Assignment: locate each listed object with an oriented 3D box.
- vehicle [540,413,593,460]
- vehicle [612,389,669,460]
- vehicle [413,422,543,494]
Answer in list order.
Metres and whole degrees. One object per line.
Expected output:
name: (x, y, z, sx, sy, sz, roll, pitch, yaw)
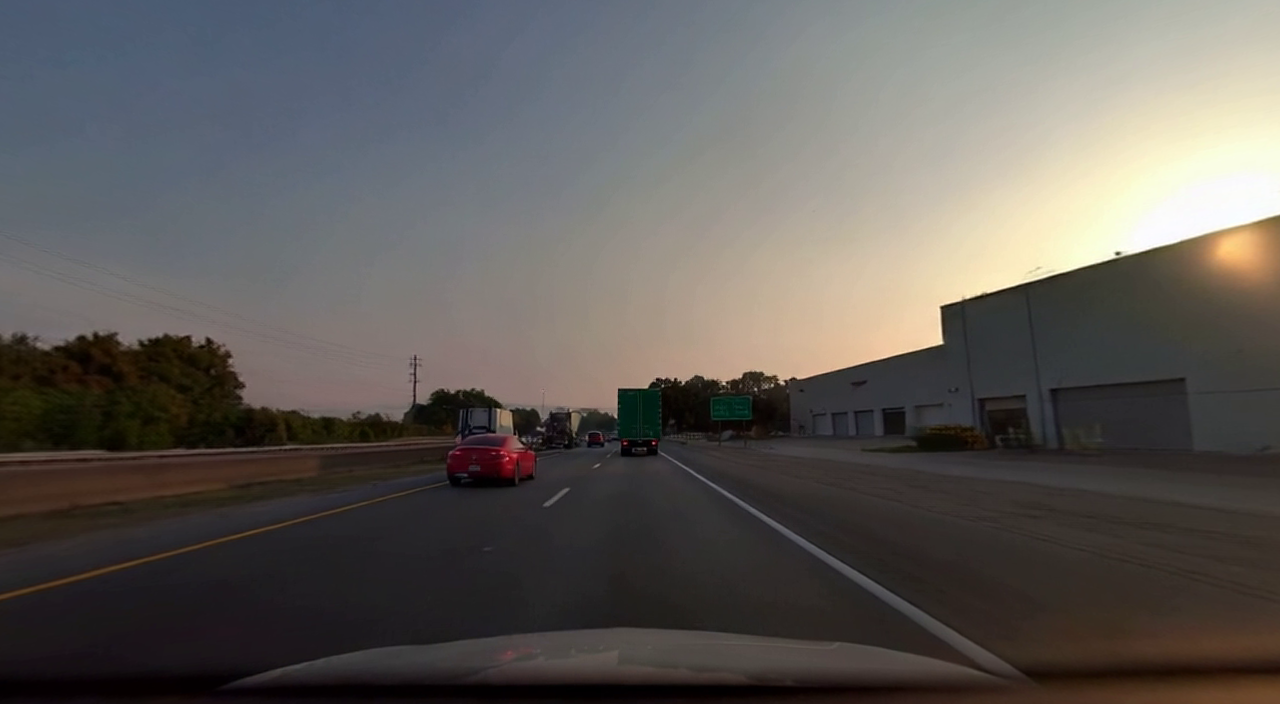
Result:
vehicle: (-4.507, 5.356, 39.942, 2.717, 2.714, 6.997, 0, -8, -1)
vehicle: (-0.063, 4.810, 41.103, 3.259, 4.066, 9.891, 0, -8, -1)
vehicle: (-4.048, 2.734, 16.757, 2.005, 1.602, 5.131, 0, -8, 1)
